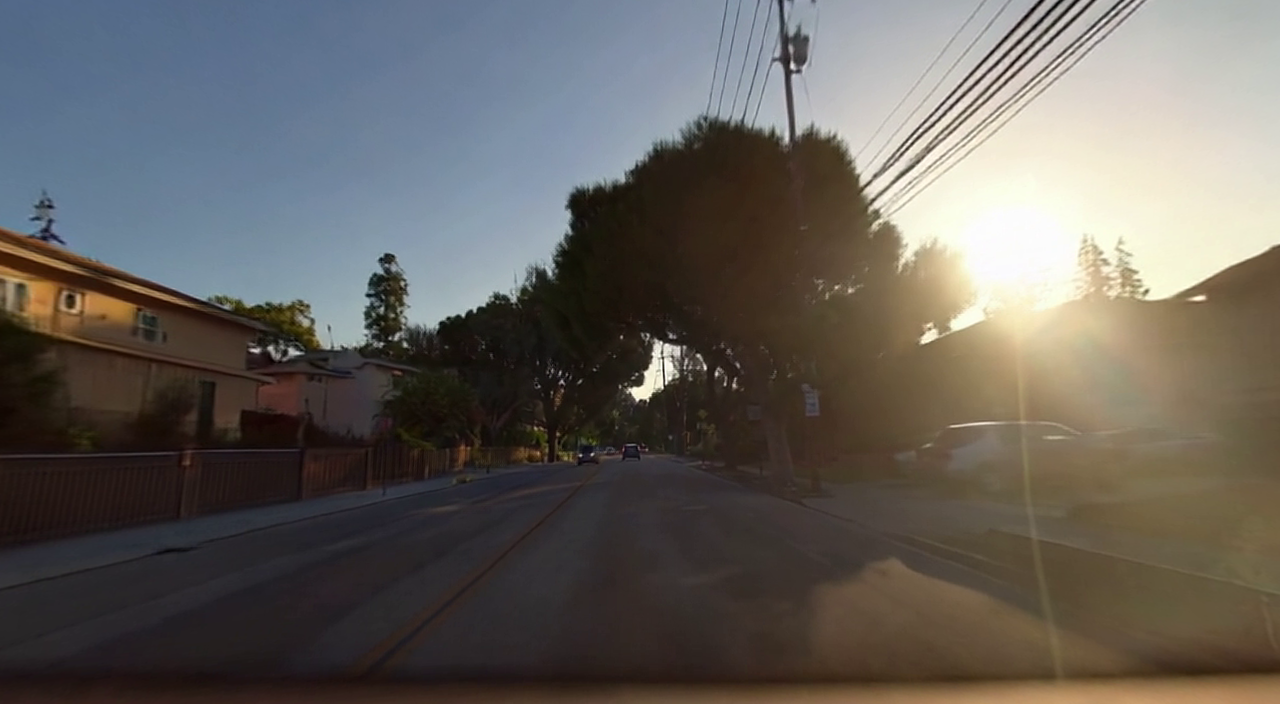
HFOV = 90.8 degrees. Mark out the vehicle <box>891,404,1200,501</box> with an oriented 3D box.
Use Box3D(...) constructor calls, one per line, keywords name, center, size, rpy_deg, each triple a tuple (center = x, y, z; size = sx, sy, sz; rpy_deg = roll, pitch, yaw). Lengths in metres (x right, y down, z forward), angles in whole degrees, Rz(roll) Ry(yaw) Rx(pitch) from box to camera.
Box3D(name="vehicle", center=(9.341, 2.370, 15.022), size=(5.590, 2.067, 2.553), rpy_deg=(0, -9, -3))
